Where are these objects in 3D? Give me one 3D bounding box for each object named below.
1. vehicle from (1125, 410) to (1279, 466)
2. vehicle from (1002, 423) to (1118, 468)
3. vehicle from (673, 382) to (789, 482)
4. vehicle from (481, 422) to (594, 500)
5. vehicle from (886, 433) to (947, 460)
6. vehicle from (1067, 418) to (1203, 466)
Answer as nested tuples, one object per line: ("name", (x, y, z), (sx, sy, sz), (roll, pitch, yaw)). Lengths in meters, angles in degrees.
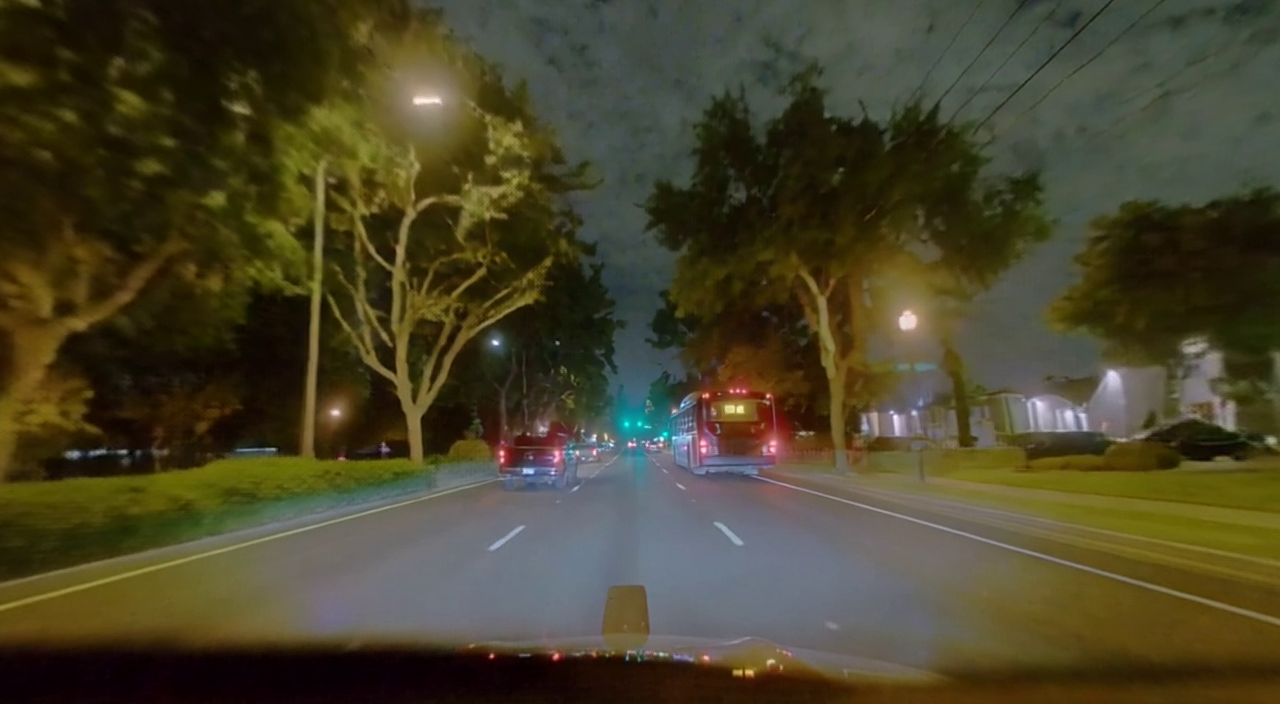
("vehicle", (21.890, 3.375, 24.596), (2.152, 1.945, 4.827), (0, -8, 2))
("vehicle", (16.642, 3.741, 25.266), (1.972, 1.648, 4.016), (-1, -8, 2))
("vehicle", (3.336, 3.559, 27.156), (3.059, 3.264, 12.623), (0, -8, 0))
("vehicle", (-2.652, 2.997, 17.742), (2.074, 1.849, 5.137), (-1, -8, 3))
("vehicle", (16.421, 5.694, 37.672), (1.797, 1.455, 4.342), (-2, -9, 3))
("vehicle", (19.253, 3.556, 24.810), (2.062, 1.683, 4.209), (-1, -8, 3))
